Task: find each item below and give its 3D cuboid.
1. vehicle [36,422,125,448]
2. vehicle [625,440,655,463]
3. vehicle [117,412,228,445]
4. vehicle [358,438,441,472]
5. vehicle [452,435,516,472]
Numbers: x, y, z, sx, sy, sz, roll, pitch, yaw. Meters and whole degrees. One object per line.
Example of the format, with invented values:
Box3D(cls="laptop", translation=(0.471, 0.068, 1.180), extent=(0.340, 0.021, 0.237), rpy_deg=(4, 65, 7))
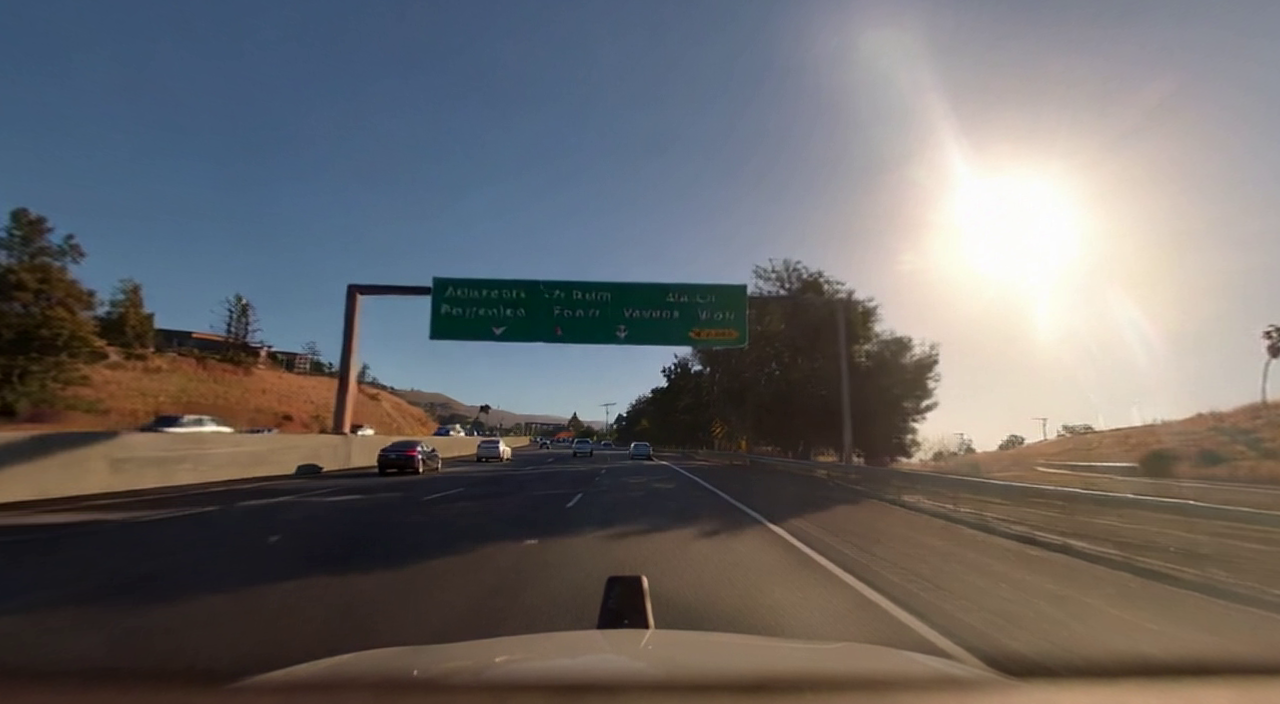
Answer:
Box3D(cls="vehicle", translation=(-33.295, 5.004, 37.669), extent=(1.693, 1.451, 3.903), rpy_deg=(0, -8, 1))
Box3D(cls="vehicle", translation=(-0.013, 6.537, 41.541), extent=(1.881, 1.460, 3.694), rpy_deg=(0, -8, -1))
Box3D(cls="vehicle", translation=(-26.095, 4.369, 35.504), extent=(2.062, 1.706, 5.477), rpy_deg=(0, -8, 0))
Box3D(cls="vehicle", translation=(-11.172, 4.805, 29.689), extent=(1.935, 1.474, 5.033), rpy_deg=(0, -8, 0))
Box3D(cls="vehicle", translation=(-7.513, 4.930, 30.829), extent=(2.086, 1.628, 4.039), rpy_deg=(0, -8, 0))
